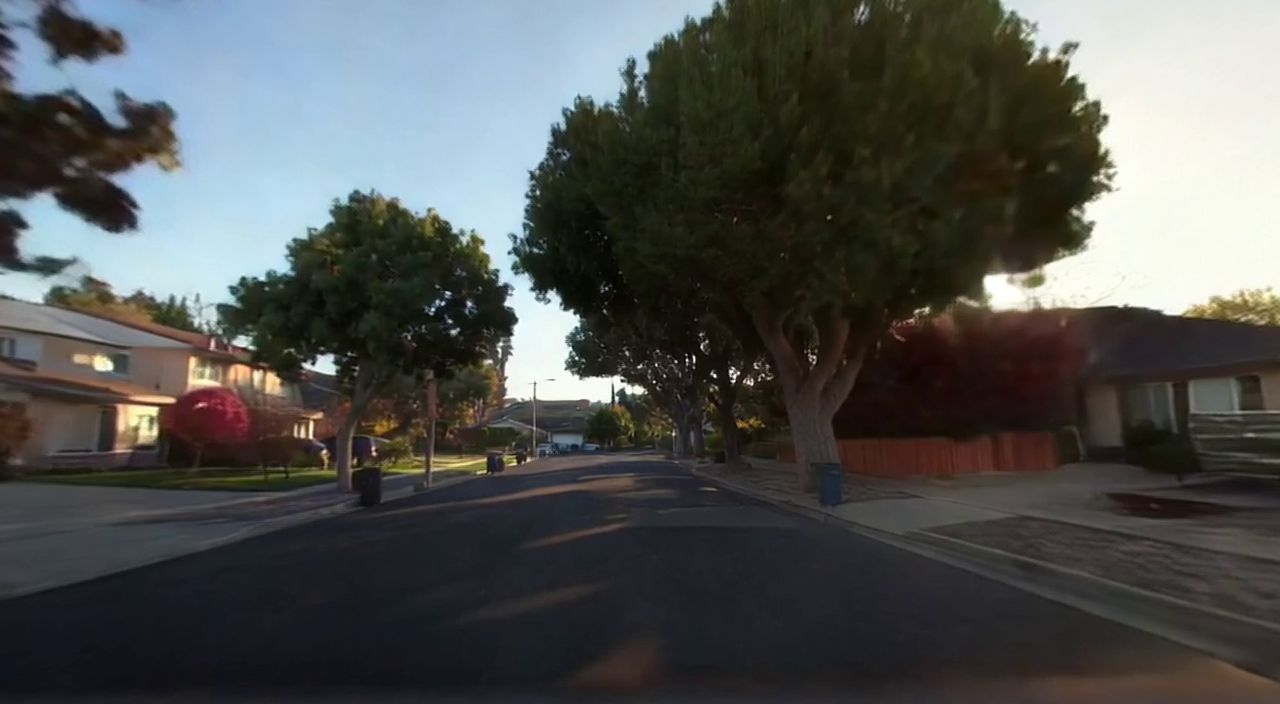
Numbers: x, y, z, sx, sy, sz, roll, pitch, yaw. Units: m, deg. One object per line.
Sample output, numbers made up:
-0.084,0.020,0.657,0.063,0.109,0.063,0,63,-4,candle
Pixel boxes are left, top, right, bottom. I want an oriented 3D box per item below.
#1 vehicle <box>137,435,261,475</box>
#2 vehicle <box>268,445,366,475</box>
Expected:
-21.228,4.977,30.593,4.359,1.789,2.123,0,-9,-3,vehicle
-17.952,6.016,35.284,4.307,1.508,2.072,-1,-9,-2,vehicle
